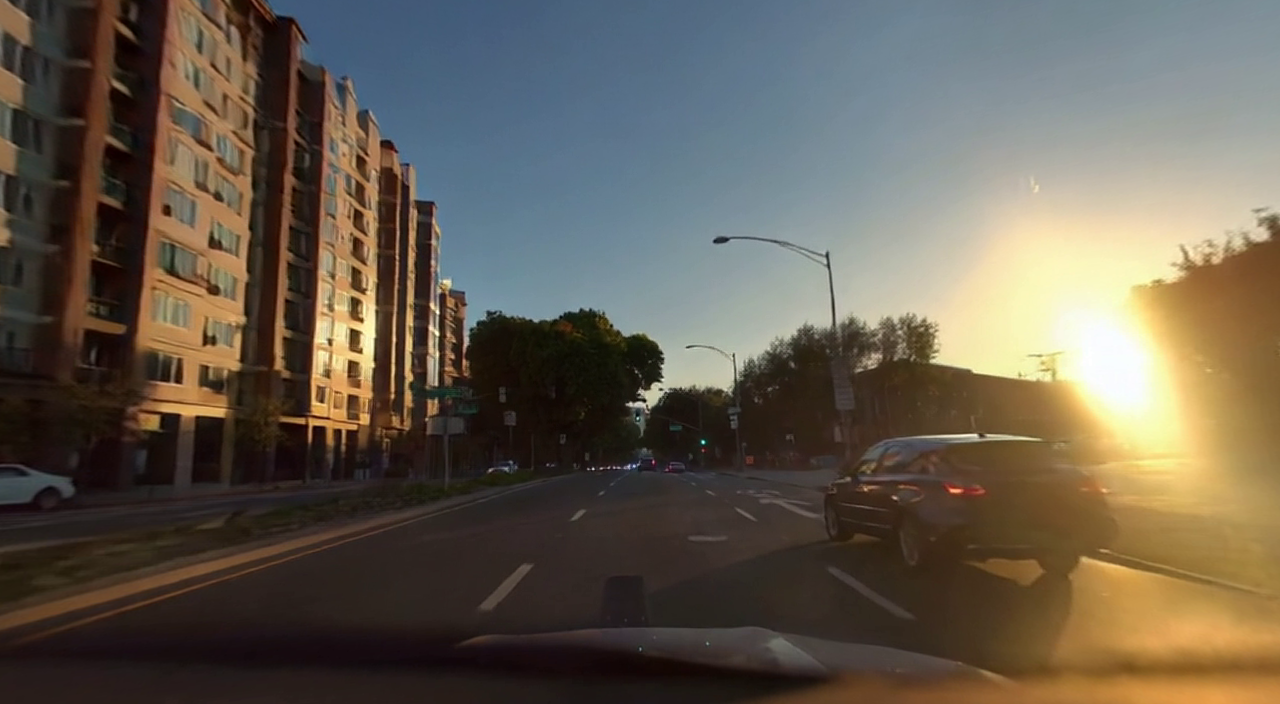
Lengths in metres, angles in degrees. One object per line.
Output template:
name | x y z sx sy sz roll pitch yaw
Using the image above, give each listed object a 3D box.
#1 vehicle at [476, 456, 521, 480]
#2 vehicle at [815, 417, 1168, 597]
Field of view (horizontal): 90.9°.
vehicle | -9.937 8.170 44.646 1.957 1.482 4.706 -1 -9 3
vehicle | 3.682 1.676 7.647 1.949 1.583 3.996 0 -9 0
